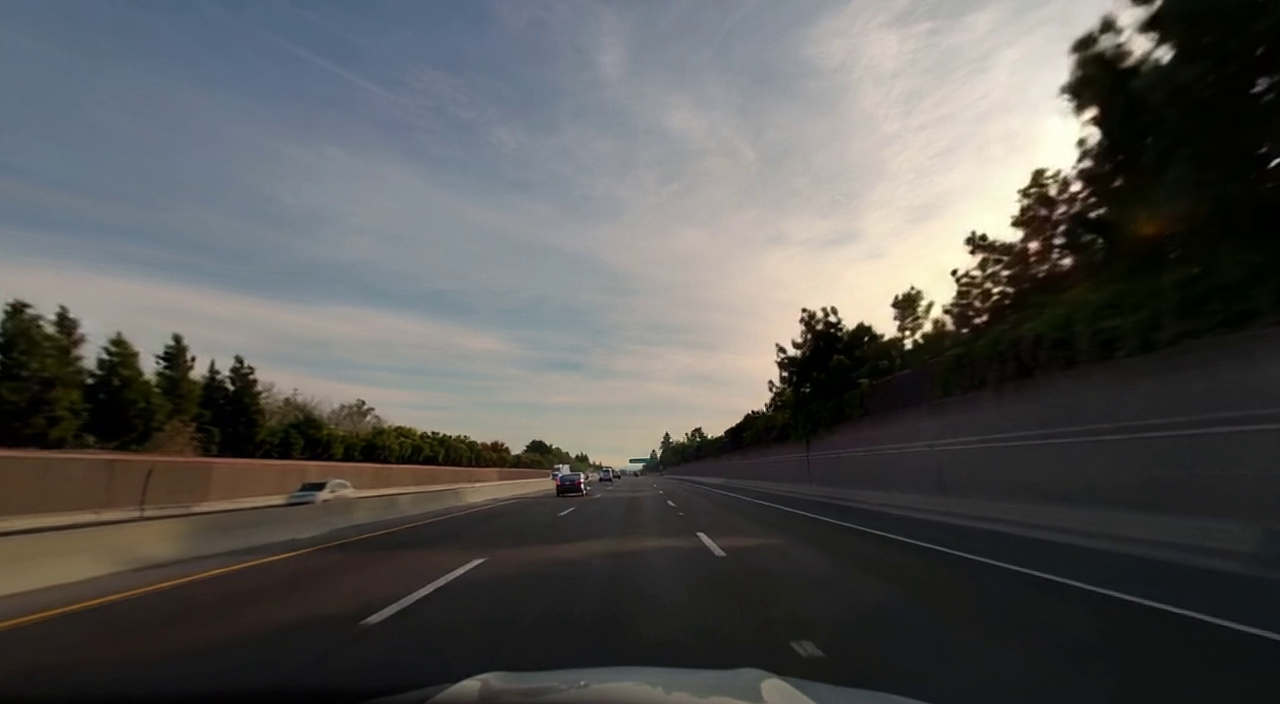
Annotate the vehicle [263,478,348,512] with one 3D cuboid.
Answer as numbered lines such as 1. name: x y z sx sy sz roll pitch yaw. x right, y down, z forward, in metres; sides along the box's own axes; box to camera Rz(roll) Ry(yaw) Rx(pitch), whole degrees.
1. vehicle: -16.625 7.111 31.616 1.788 1.463 4.519 1 -11 0

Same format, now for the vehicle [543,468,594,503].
1. vehicle: -3.268 6.182 29.393 1.863 1.486 3.852 1 -10 0
